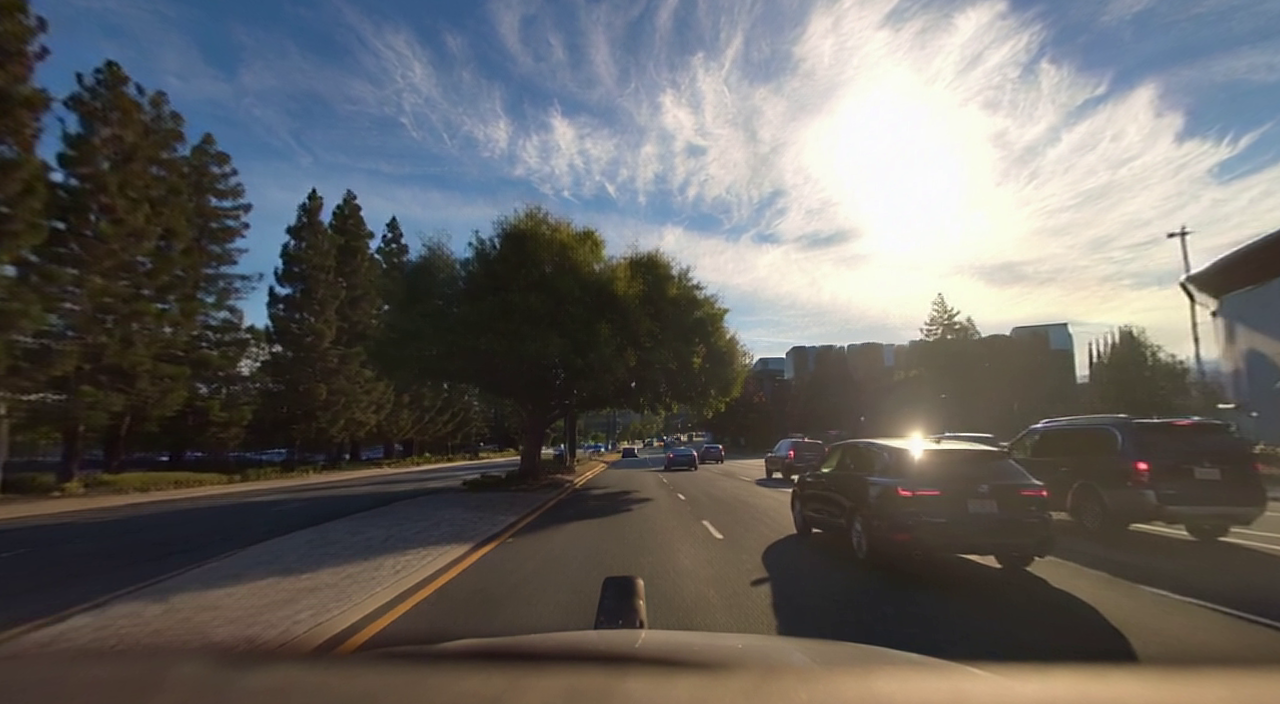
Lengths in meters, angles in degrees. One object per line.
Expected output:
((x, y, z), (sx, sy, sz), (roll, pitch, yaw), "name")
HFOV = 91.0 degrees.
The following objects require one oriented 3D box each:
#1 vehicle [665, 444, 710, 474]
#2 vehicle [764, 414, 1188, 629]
((2.514, 5.794, 34.285), (1.980, 1.484, 4.093), (0, -9, -2), "vehicle")
((2.959, 1.612, 7.150), (1.932, 1.547, 4.992), (0, -9, -2), "vehicle")
